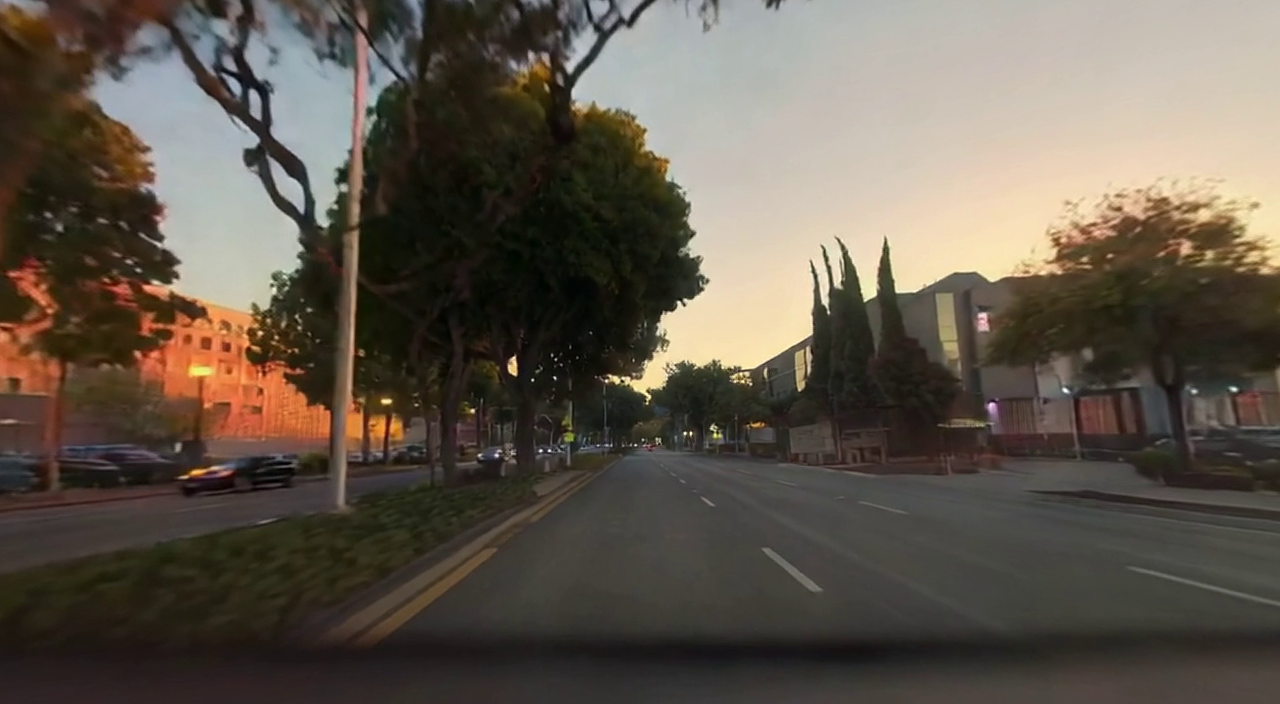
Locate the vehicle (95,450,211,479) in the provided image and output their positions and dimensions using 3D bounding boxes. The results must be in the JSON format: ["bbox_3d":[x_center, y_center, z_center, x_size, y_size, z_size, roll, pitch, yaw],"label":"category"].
[{"bbox_3d":[-26.564,6.125,34.713,4.623,1.462,2.069,4,-9,-25],"label":"vehicle"}]

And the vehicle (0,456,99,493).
[{"bbox_3d":[-26.229,5.195,26.891,4.449,1.408,1.908,5,-10,-29],"label":"vehicle"}]

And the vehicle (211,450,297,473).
[{"bbox_3d":[-24.328,6.906,40.040,4.296,1.406,1.920,3,-9,-21],"label":"vehicle"}]
